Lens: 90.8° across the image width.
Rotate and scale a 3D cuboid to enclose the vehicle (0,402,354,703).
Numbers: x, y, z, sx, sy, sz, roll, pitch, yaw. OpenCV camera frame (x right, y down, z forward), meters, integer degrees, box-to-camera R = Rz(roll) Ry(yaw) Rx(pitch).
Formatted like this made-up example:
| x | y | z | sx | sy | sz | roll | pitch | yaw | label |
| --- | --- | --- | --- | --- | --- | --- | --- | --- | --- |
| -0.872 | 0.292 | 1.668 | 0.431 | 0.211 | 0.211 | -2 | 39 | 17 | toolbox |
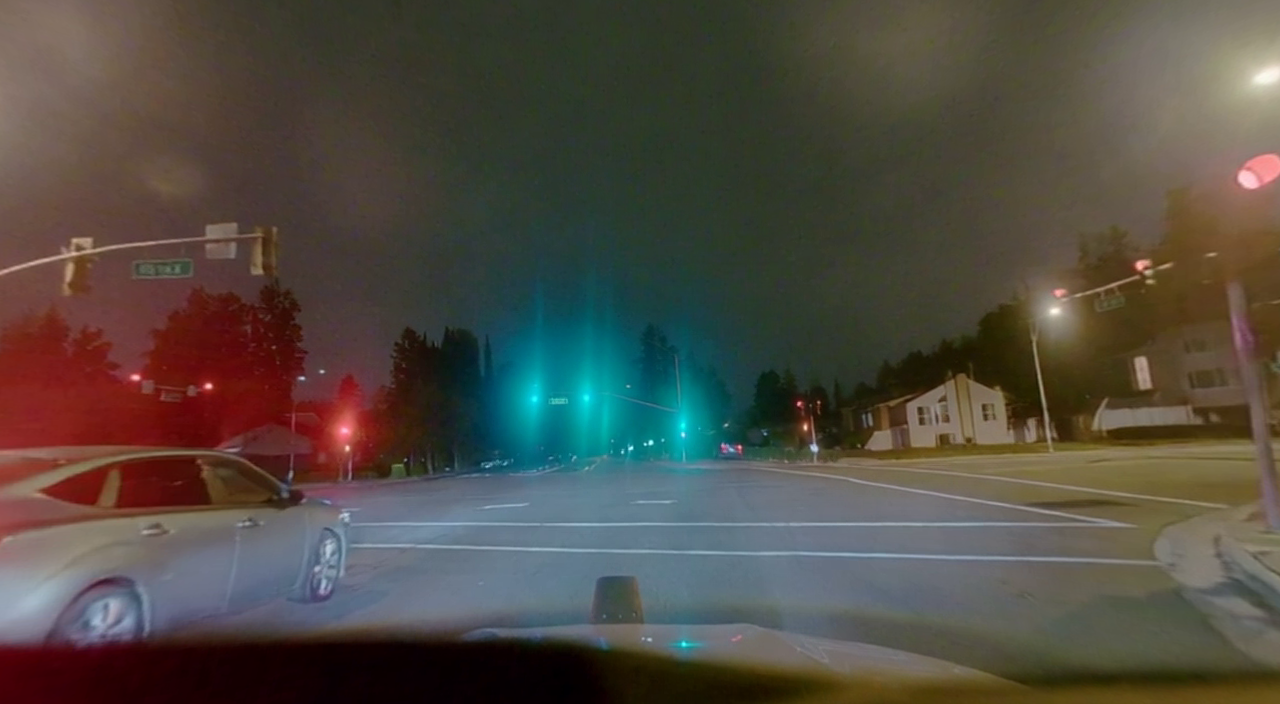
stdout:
| x | y | z | sx | sy | sz | roll | pitch | yaw | label |
| --- | --- | --- | --- | --- | --- | --- | --- | --- | --- |
| -3.681 | 1.202 | 4.121 | 1.777 | 1.537 | 3.831 | 0 | -9 | 0 | vehicle |
